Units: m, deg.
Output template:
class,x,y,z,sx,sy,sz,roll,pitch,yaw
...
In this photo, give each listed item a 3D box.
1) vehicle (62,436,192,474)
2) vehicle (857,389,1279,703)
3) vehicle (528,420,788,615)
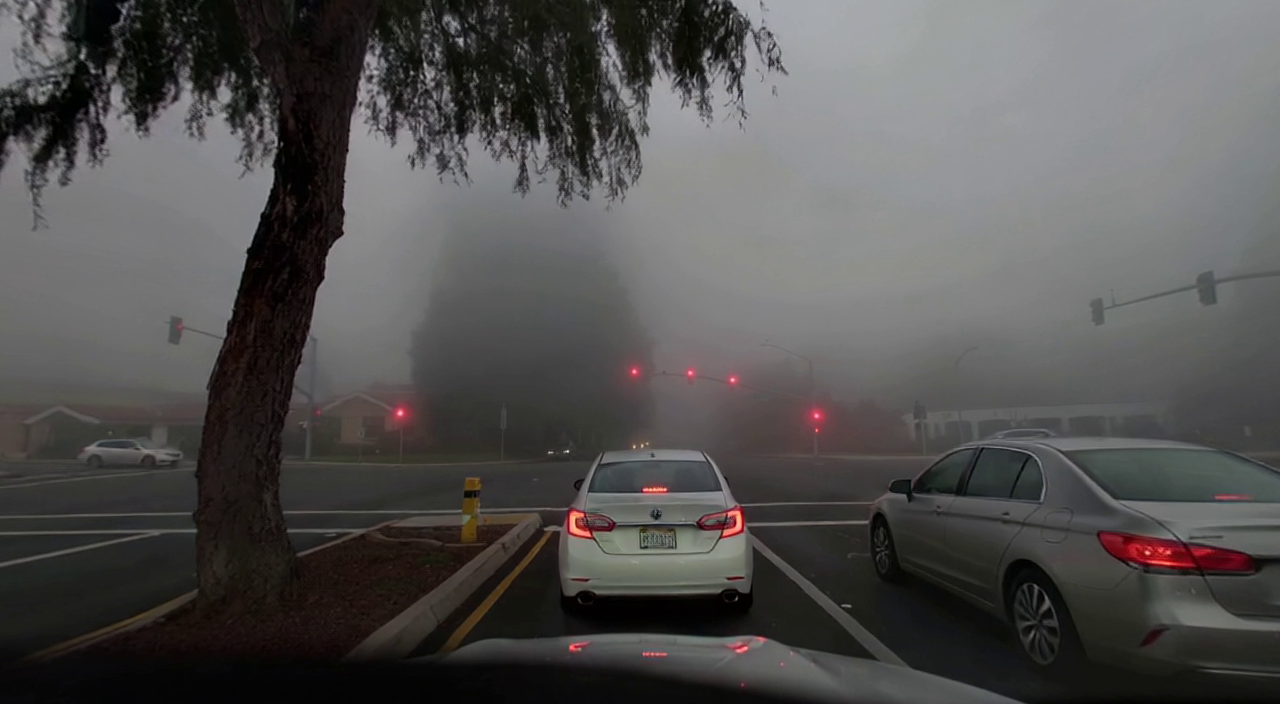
class,x,y,z,sx,sy,sz,roll,pitch,yaw
vehicle,-24.278,4.869,29.983,4.450,1.684,1.894,0,-8,0
vehicle,3.169,1.124,3.894,1.931,1.493,4.555,0,-8,-1
vehicle,0.099,1.566,6.879,2.017,1.485,3.813,0,-8,-1
